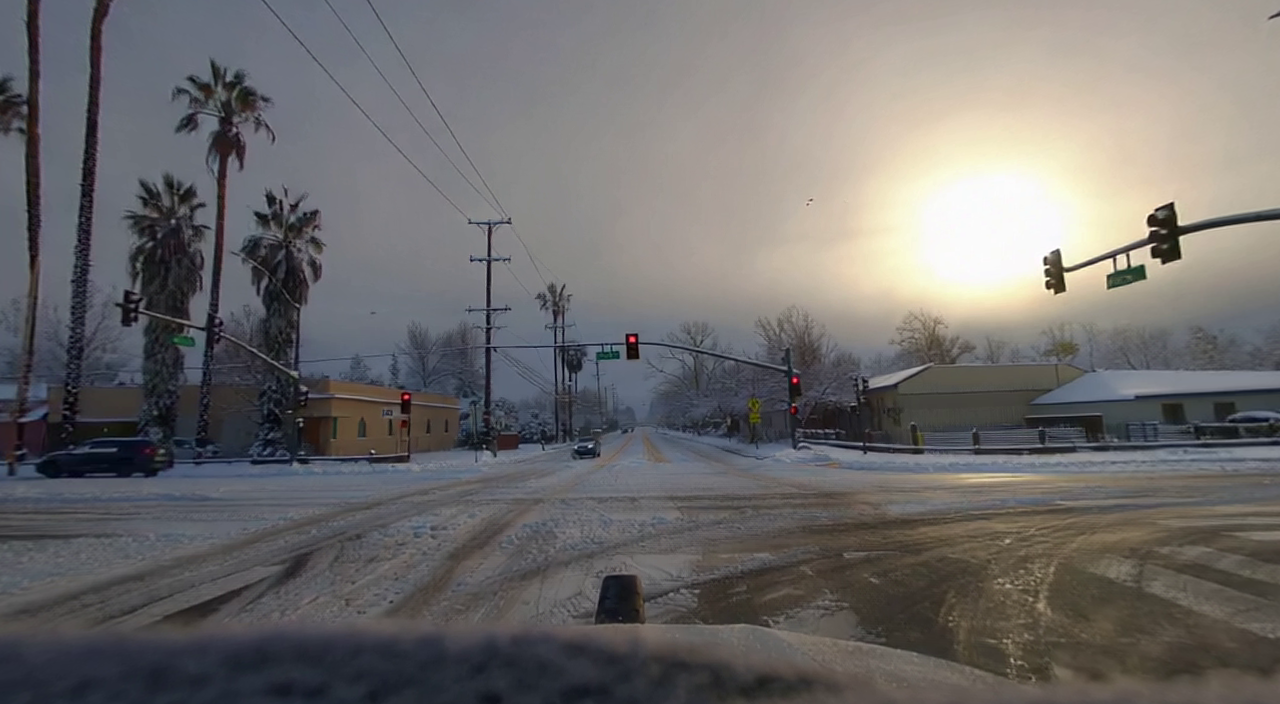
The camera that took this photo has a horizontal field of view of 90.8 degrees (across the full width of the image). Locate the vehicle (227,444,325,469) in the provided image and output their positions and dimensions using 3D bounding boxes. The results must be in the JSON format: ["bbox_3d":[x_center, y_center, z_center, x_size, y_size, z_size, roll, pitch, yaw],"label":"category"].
[{"bbox_3d":[-22.303,6.421,38.826,4.849,1.444,1.881,0,-8,1],"label":"vehicle"}]

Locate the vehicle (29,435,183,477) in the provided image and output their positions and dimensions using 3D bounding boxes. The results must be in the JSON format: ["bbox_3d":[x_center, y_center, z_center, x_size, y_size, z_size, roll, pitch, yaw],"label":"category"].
[{"bbox_3d":[-24.153,4.717,28.762,4.837,1.819,2.041,1,-9,-9],"label":"vehicle"}]

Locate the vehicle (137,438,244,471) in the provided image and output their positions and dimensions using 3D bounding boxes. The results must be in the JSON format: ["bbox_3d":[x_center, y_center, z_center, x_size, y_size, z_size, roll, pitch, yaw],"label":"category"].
[{"bbox_3d":[-25.869,5.918,36.473,4.613,1.820,2.021,-1,-9,3],"label":"vehicle"}]

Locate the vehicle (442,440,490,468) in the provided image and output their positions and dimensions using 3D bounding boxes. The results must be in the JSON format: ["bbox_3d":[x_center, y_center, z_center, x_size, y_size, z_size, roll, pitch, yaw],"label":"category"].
[{"bbox_3d":[-11.968,7.001,43.716,2.016,1.717,4.287,-2,-7,1],"label":"vehicle"}]
